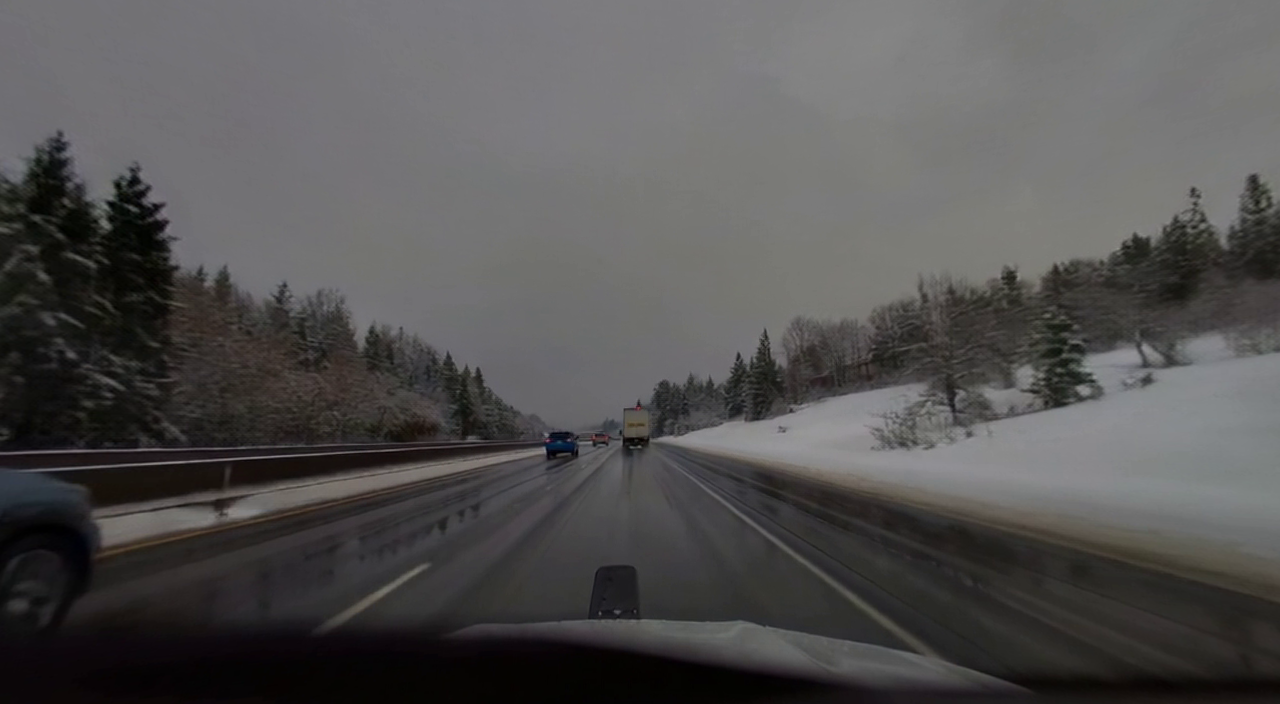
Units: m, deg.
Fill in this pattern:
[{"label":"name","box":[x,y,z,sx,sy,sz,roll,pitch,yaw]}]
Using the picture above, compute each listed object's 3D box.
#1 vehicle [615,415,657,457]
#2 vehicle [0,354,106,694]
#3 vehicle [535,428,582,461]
[{"label":"vehicle","box":[-0.275,5.476,40.845,2.526,2.531,5.026,0,-8,-1]},{"label":"vehicle","box":[-4.134,0.626,1.458,2.045,1.655,4.301,0,-8,-1]},{"label":"vehicle","box":[-4.512,5.163,35.398,2.049,1.726,4.291,0,-8,0]}]
